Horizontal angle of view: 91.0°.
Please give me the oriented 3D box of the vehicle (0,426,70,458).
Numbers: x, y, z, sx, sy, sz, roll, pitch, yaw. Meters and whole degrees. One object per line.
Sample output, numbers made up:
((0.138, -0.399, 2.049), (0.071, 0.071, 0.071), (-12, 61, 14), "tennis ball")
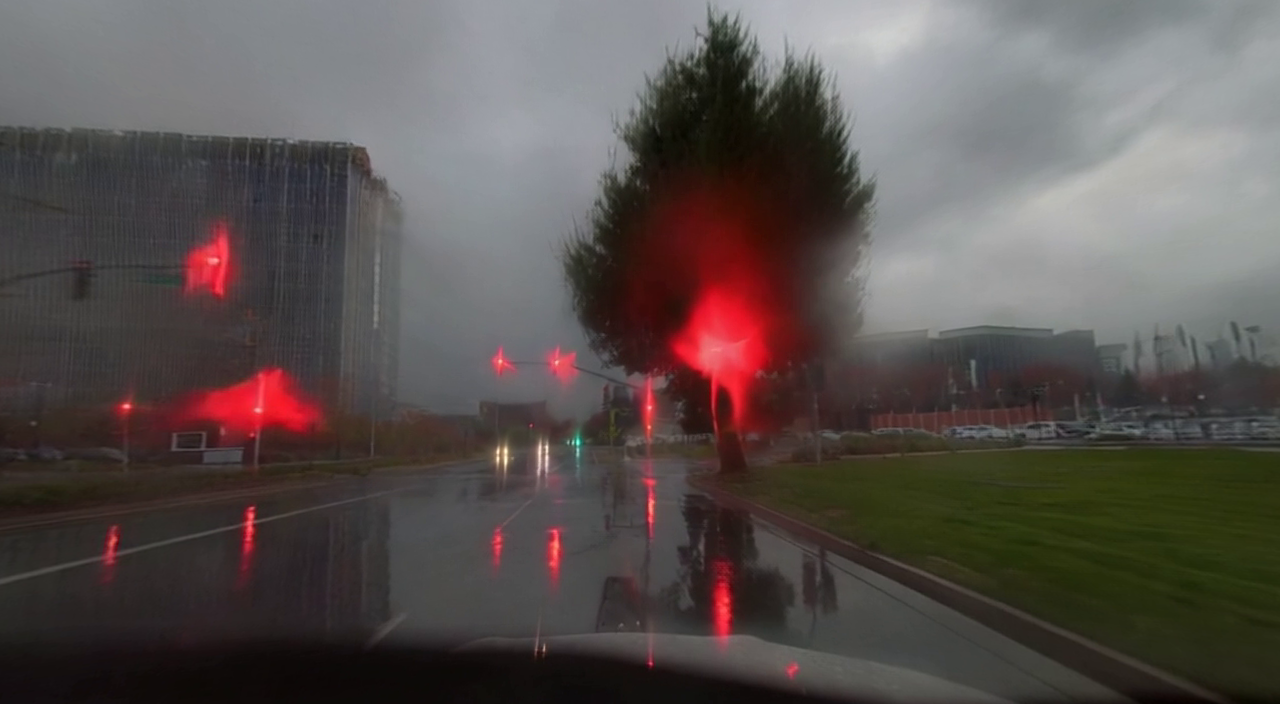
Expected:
((-41.838, 6.061, 42.257), (2.119, 2.013, 5.475), (1, -9, -3), "vehicle")
